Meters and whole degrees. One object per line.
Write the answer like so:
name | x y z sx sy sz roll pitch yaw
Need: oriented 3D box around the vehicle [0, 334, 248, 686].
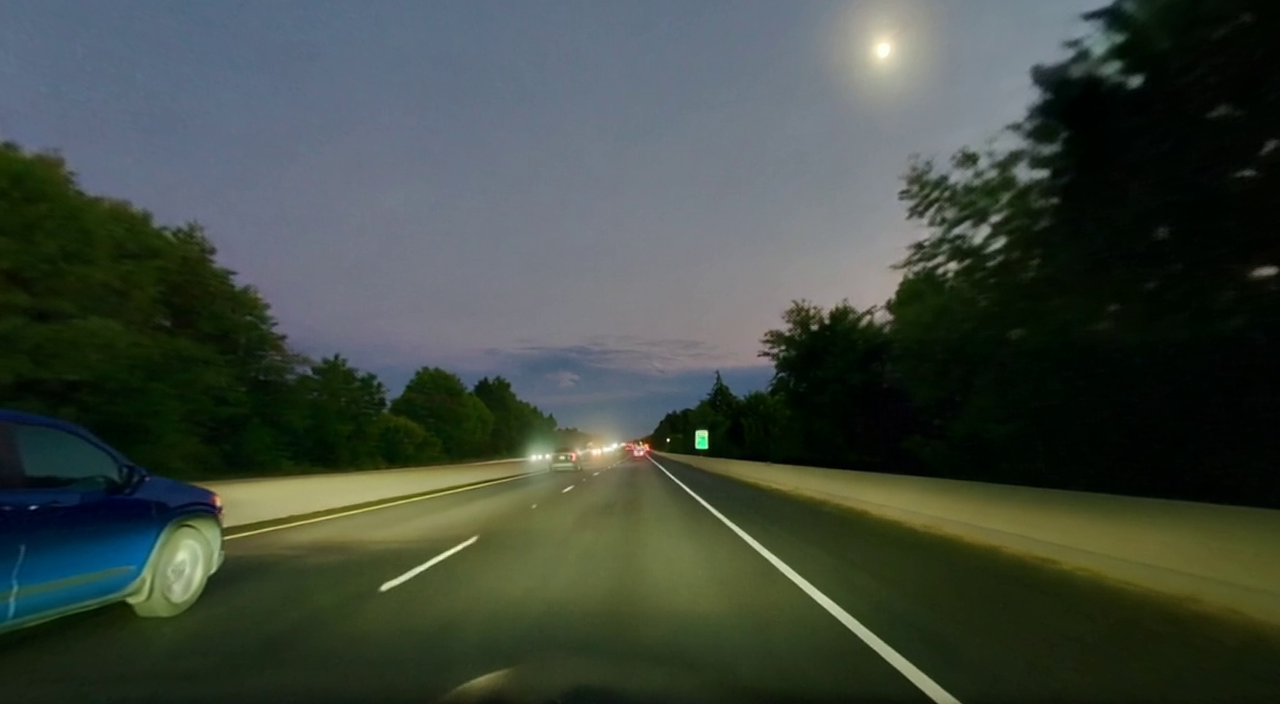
vehicle | -4.622 0.847 3.271 2.102 1.941 4.703 0 -9 0

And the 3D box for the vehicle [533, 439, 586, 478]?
vehicle | -3.999 5.402 32.057 2.056 1.811 4.202 0 -9 1
